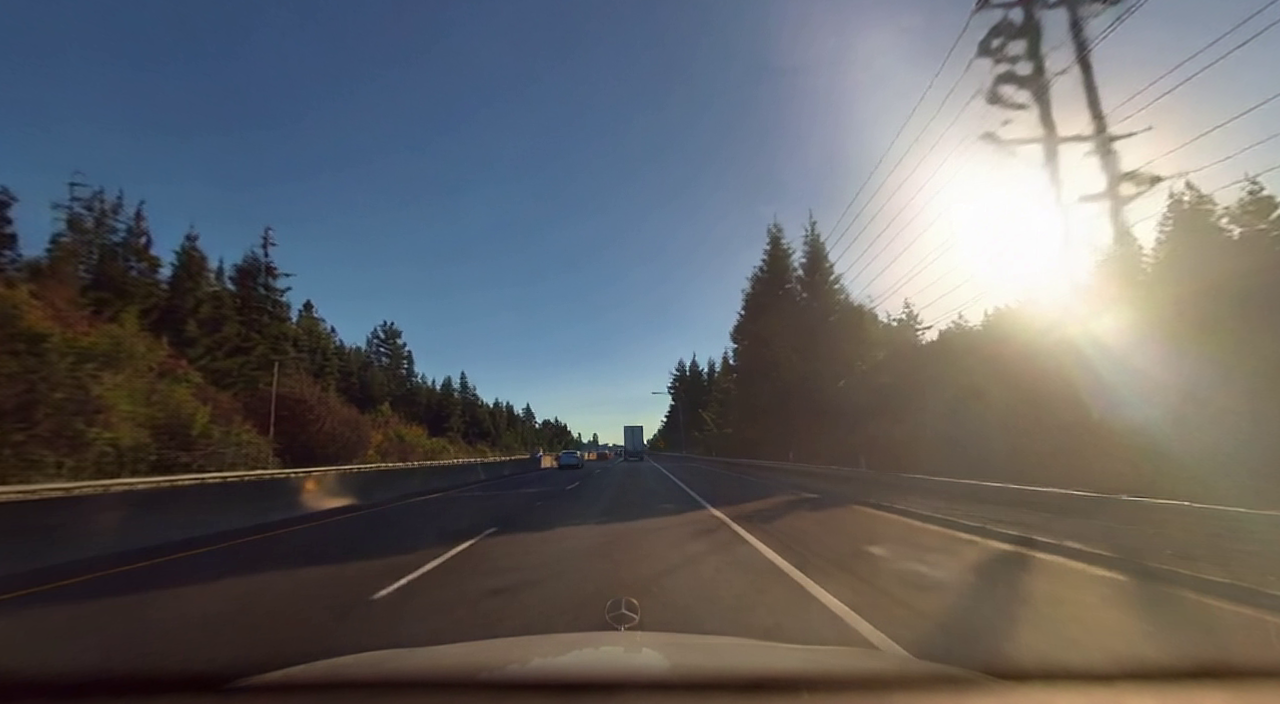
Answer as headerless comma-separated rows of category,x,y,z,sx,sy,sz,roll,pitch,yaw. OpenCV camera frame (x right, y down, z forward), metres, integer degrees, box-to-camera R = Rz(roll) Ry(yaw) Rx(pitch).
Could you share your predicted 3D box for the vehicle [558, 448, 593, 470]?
vehicle,-4.506,7.559,44.710,2.106,1.445,4.404,0,-9,-1
